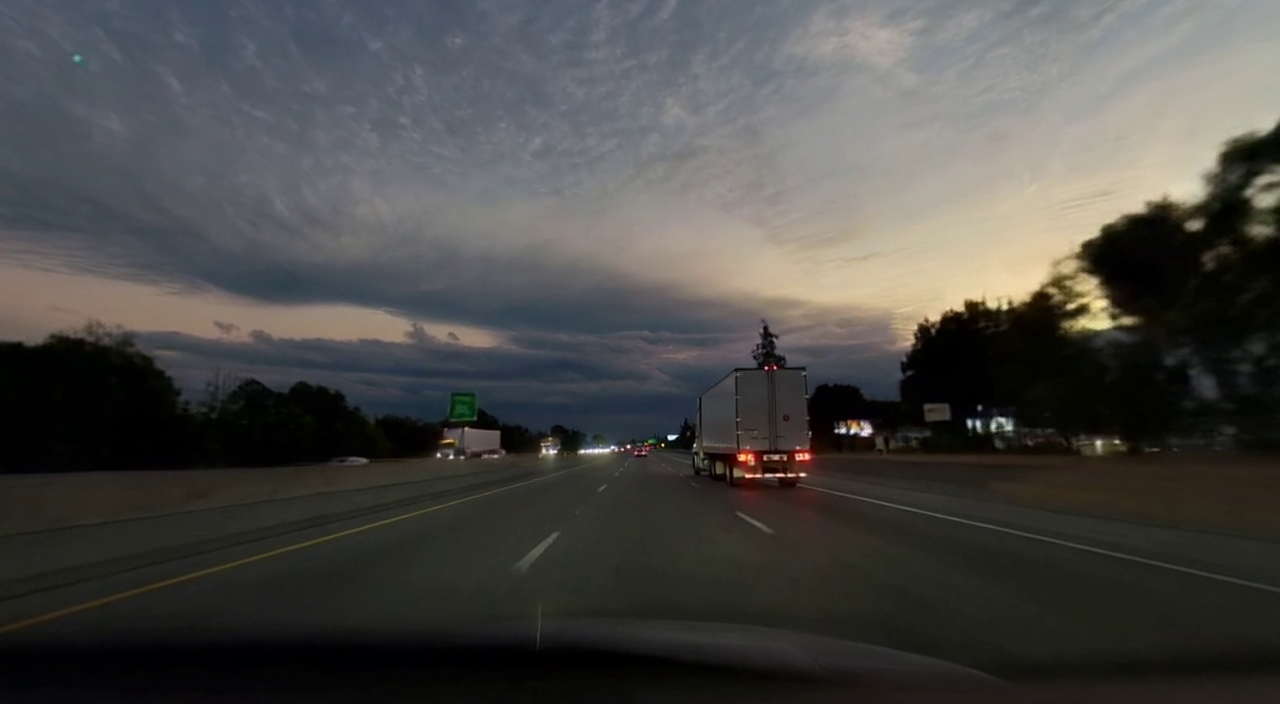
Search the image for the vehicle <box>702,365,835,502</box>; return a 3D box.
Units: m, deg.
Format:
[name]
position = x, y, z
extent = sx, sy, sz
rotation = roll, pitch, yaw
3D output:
[vehicle]
position = 4.639, 3.477, 26.122
extent = 3.058, 4.312, 12.251
rotation = 0, -9, 1
